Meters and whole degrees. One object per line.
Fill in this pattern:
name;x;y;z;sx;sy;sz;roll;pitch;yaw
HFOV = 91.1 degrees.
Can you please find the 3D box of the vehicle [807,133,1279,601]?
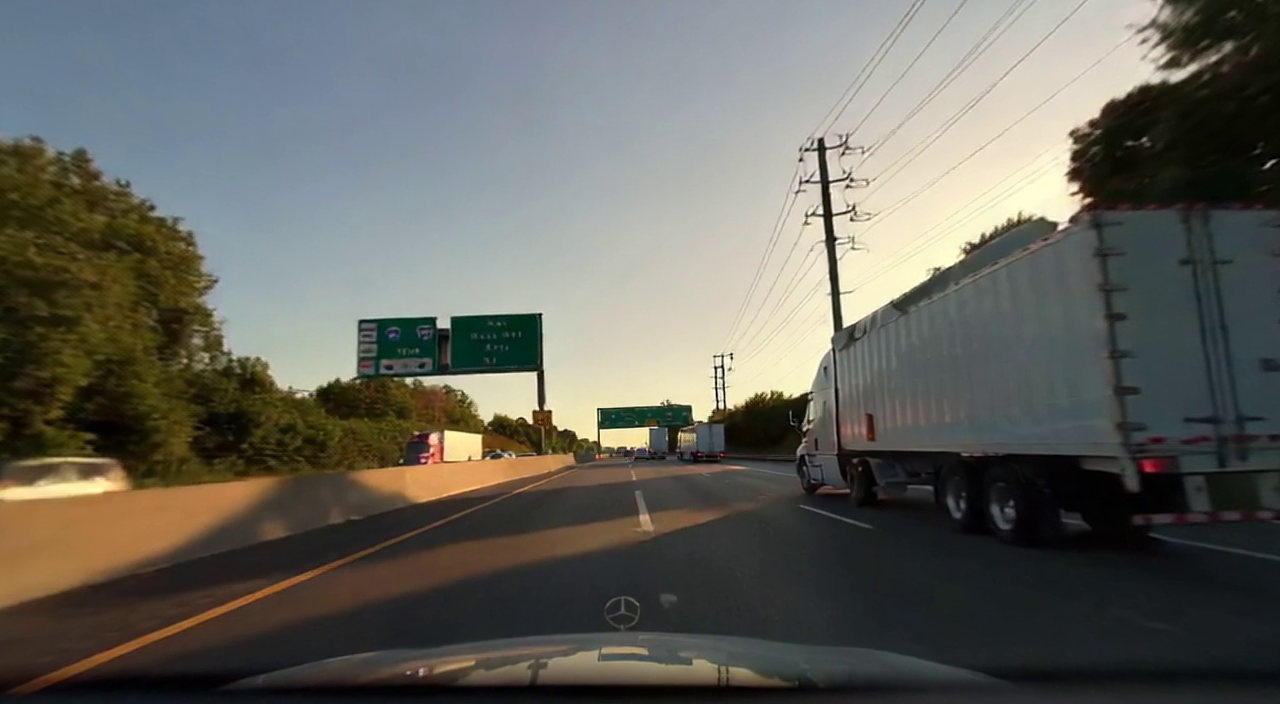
vehicle;5.550;0.690;9.860;2.869;4.048;8.895;0;-9;-3
